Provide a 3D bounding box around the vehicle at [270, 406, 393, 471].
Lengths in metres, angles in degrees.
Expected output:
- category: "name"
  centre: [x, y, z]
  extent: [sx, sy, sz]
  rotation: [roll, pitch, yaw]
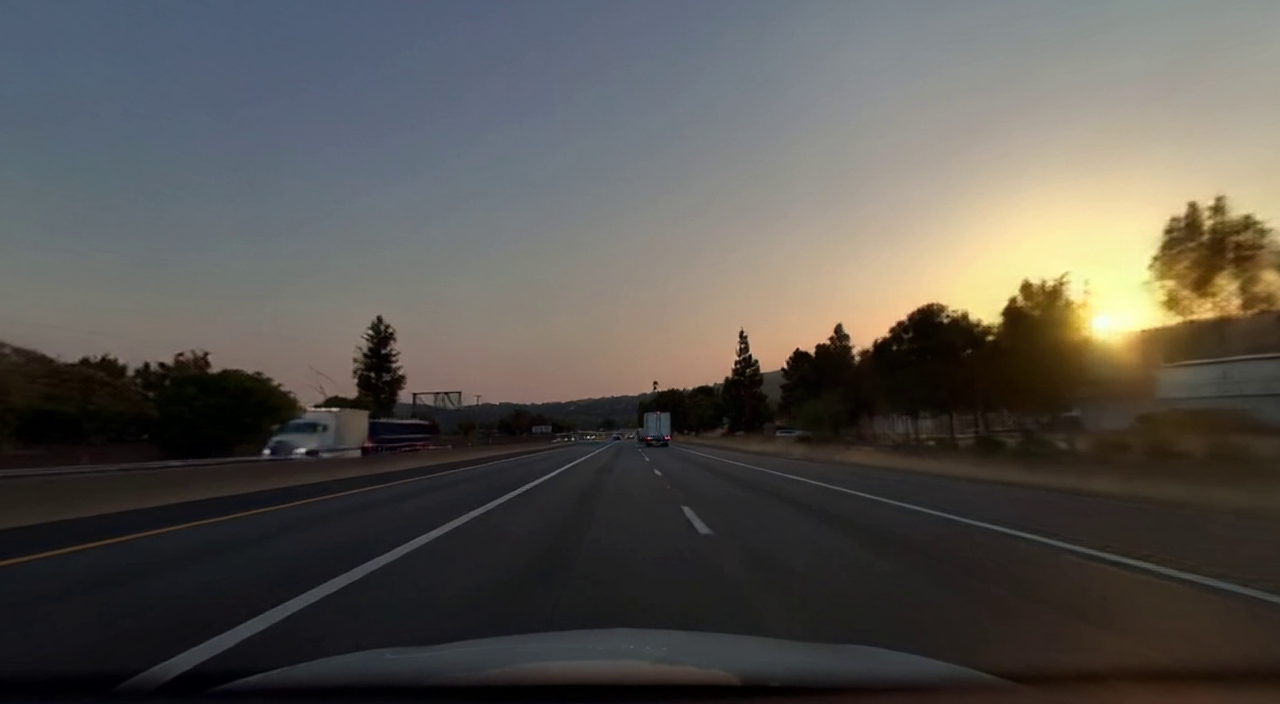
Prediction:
- category: "vehicle"
  centre: [-20.091, 5.766, 41.975]
  extent: [3.021, 3.806, 10.448]
  rotation: [0, -8, -1]
